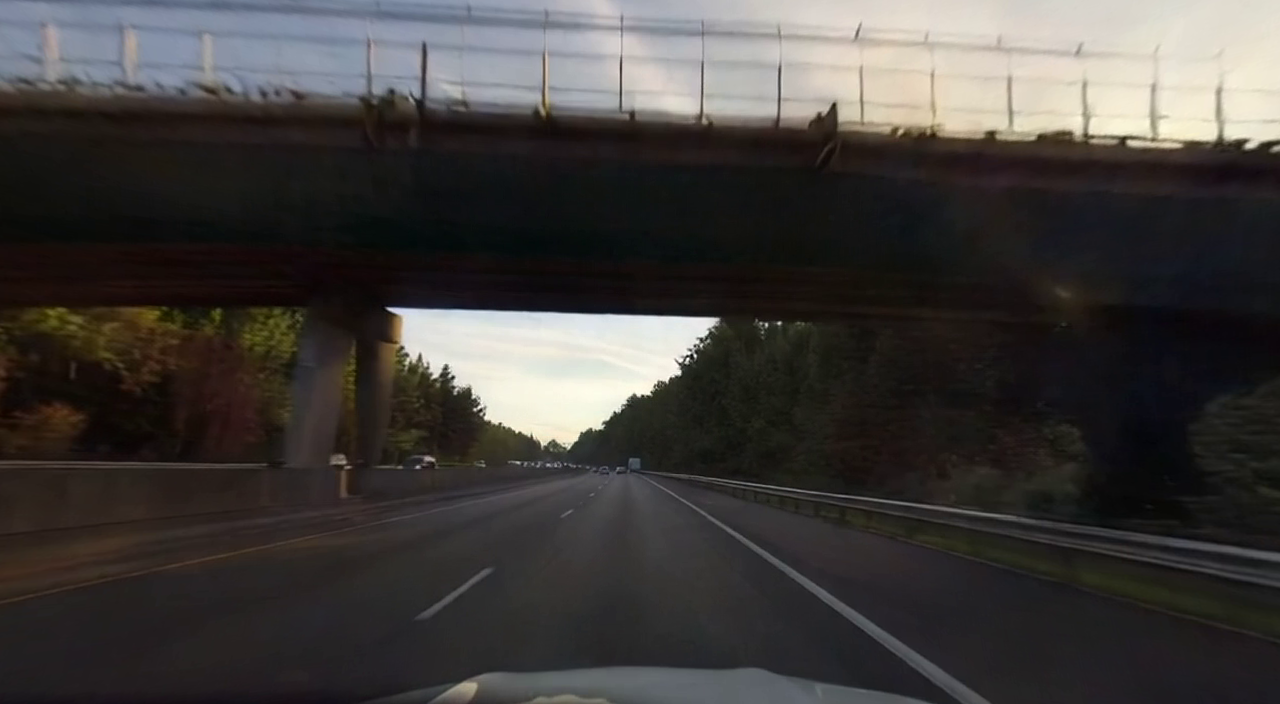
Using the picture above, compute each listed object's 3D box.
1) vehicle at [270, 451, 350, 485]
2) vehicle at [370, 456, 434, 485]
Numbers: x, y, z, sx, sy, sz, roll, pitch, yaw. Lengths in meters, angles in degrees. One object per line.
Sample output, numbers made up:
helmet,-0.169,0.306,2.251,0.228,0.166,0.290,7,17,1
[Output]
vehicle,-17.144,6.074,32.978,1.942,1.617,4.080,1,-11,-1
vehicle,-13.340,6.687,35.630,1.912,1.470,4.330,1,-11,0
